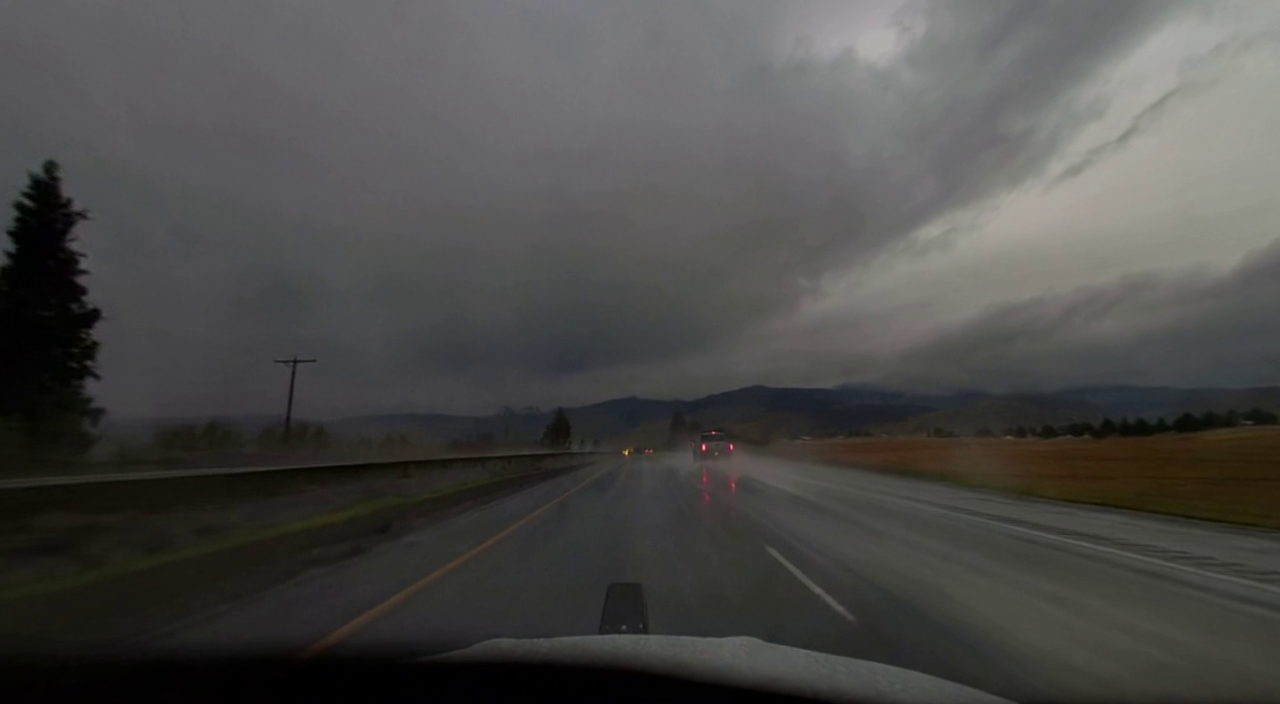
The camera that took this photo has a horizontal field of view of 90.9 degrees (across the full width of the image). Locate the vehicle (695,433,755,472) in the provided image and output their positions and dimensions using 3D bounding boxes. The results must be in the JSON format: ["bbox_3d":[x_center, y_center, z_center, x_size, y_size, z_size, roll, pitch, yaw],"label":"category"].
[{"bbox_3d":[3.800,4.594,28.960,2.157,1.640,4.056,0,-9,0],"label":"vehicle"}]
